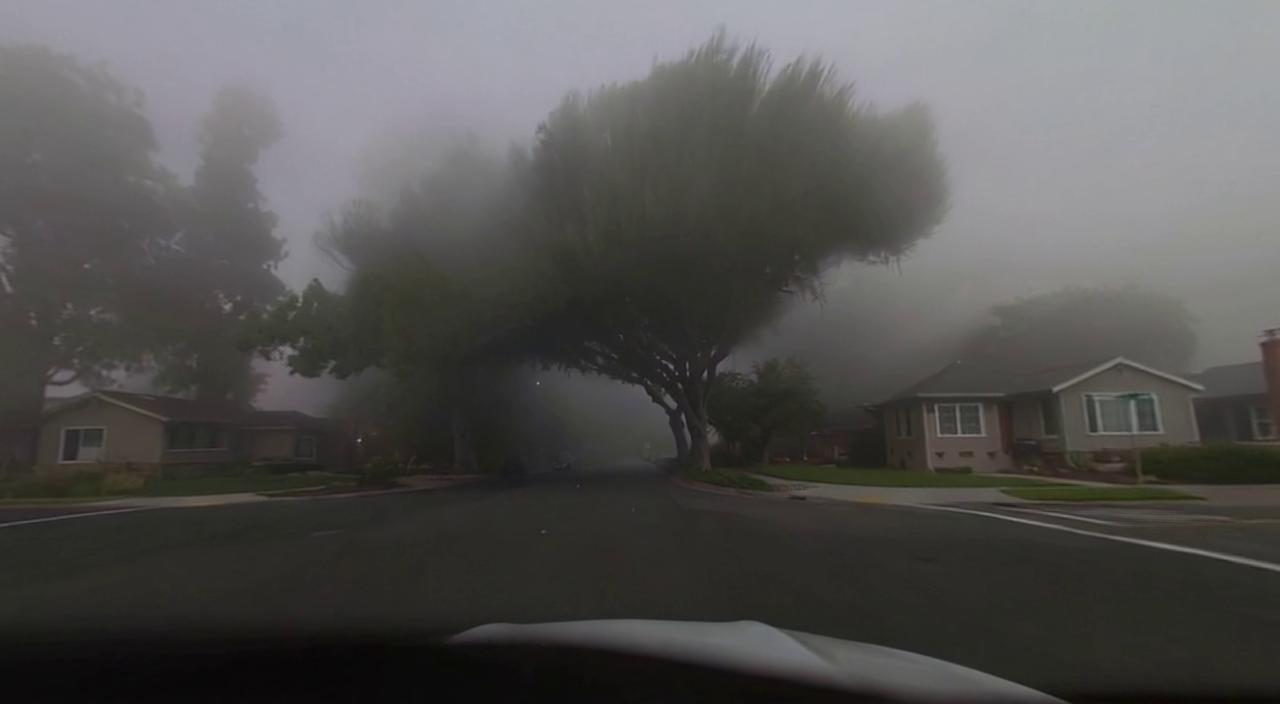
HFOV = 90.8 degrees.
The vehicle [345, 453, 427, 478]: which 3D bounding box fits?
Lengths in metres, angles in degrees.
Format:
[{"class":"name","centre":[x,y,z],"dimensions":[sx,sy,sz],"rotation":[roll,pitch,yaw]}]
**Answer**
[{"class":"vehicle","centre":[-16.079,7.176,40.168],"dimensions":[4.358,1.516,2.077],"rotation":[1,-8,-4]}]
